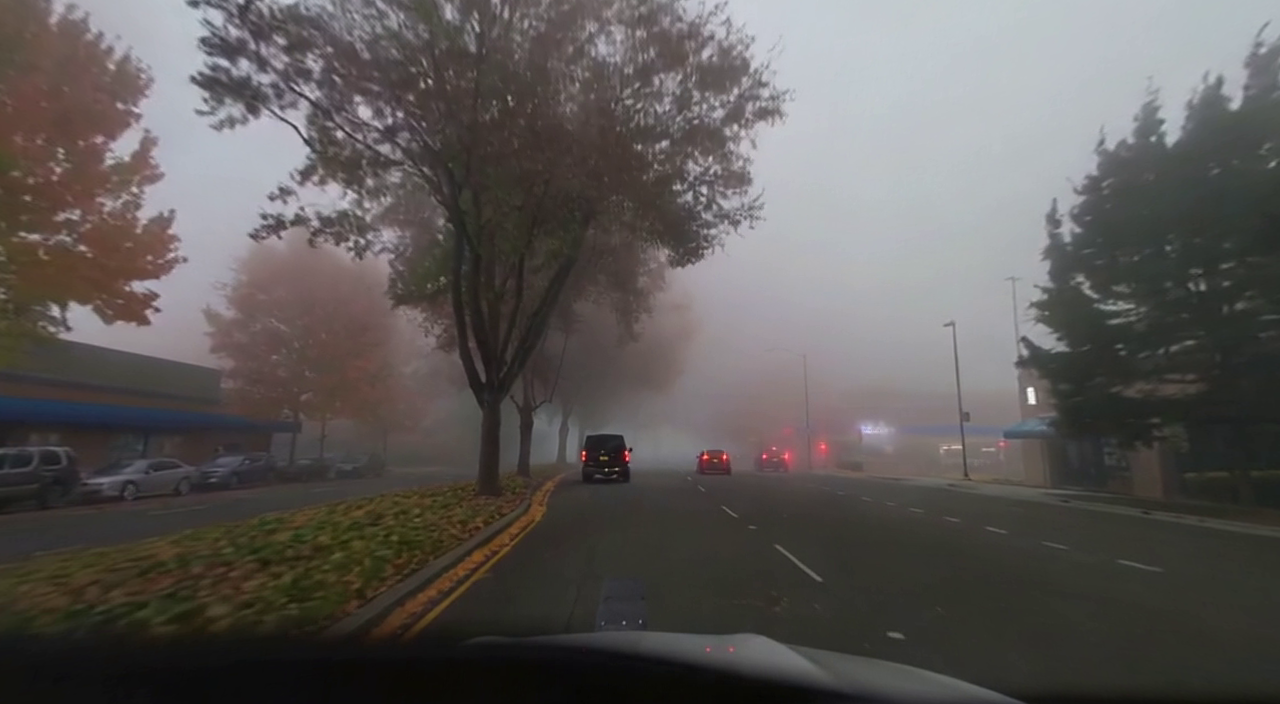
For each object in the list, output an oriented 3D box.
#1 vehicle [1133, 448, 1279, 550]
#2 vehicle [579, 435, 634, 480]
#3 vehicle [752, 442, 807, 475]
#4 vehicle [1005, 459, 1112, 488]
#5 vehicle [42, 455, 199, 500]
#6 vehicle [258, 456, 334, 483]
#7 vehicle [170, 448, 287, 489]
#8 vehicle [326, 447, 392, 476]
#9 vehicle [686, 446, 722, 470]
[{"bbox_3d":[10.477,2.211,9.585,2.092,1.473,4.813,0,-9,1],"label":"vehicle"},{"bbox_3d":[-1.584,4.815,29.051,2.344,1.863,4.665,1,-9,-4],"label":"vehicle"},{"bbox_3d":[7.717,5.924,35.336,2.040,1.738,4.414,0,-9,0],"label":"vehicle"},{"bbox_3d":[27.939,8.108,42.215,5.680,1.772,2.071,0,-9,-3],"label":"vehicle"},{"bbox_3d":[-19.193,4.623,23.659,1.985,1.463,4.603,0,-8,-1],"label":"vehicle"},{"bbox_3d":[-18.848,6.432,34.783,1.737,1.349,4.014,0,-9,3],"label":"vehicle"},{"bbox_3d":[-19.088,5.385,29.585,2.137,1.723,4.850,0,-8,1],"label":"vehicle"},{"bbox_3d":[-18.823,7.343,42.497,1.914,1.785,5.408,0,-8,0],"label":"vehicle"},{"bbox_3d":[4.142,6.909,41.313,1.886,1.464,4.290,0,-9,0],"label":"vehicle"}]
